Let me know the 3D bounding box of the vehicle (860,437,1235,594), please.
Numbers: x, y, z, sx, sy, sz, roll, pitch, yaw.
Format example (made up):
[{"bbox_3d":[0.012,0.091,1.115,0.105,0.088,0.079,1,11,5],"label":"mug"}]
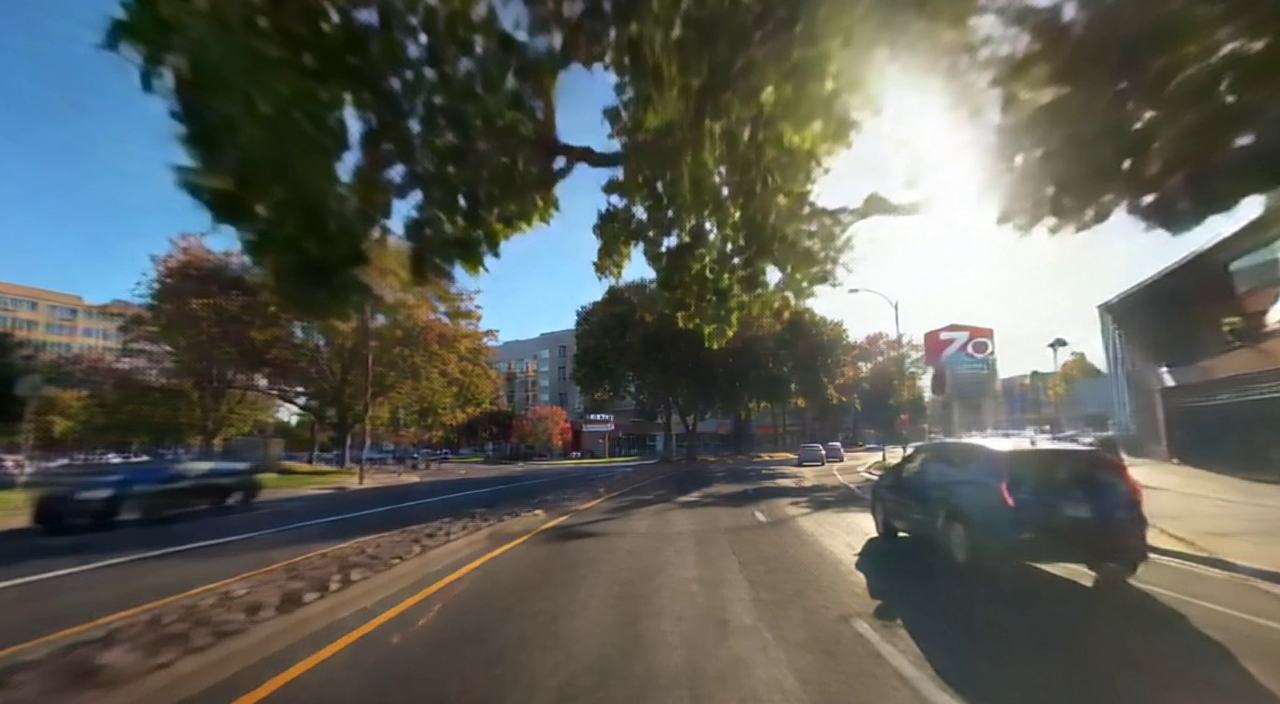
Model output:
[{"bbox_3d":[4.632,1.875,8.222,1.938,1.466,4.434,0,-8,0],"label":"vehicle"}]

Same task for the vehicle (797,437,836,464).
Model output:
[{"bbox_3d":[12.339,6.828,43.847,2.311,1.715,4.287,-3,-9,18],"label":"vehicle"}]

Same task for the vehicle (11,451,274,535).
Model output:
[{"bbox_3d":[-10.687,2.998,14.109,2.022,1.498,4.400,-1,-8,6],"label":"vehicle"}]
